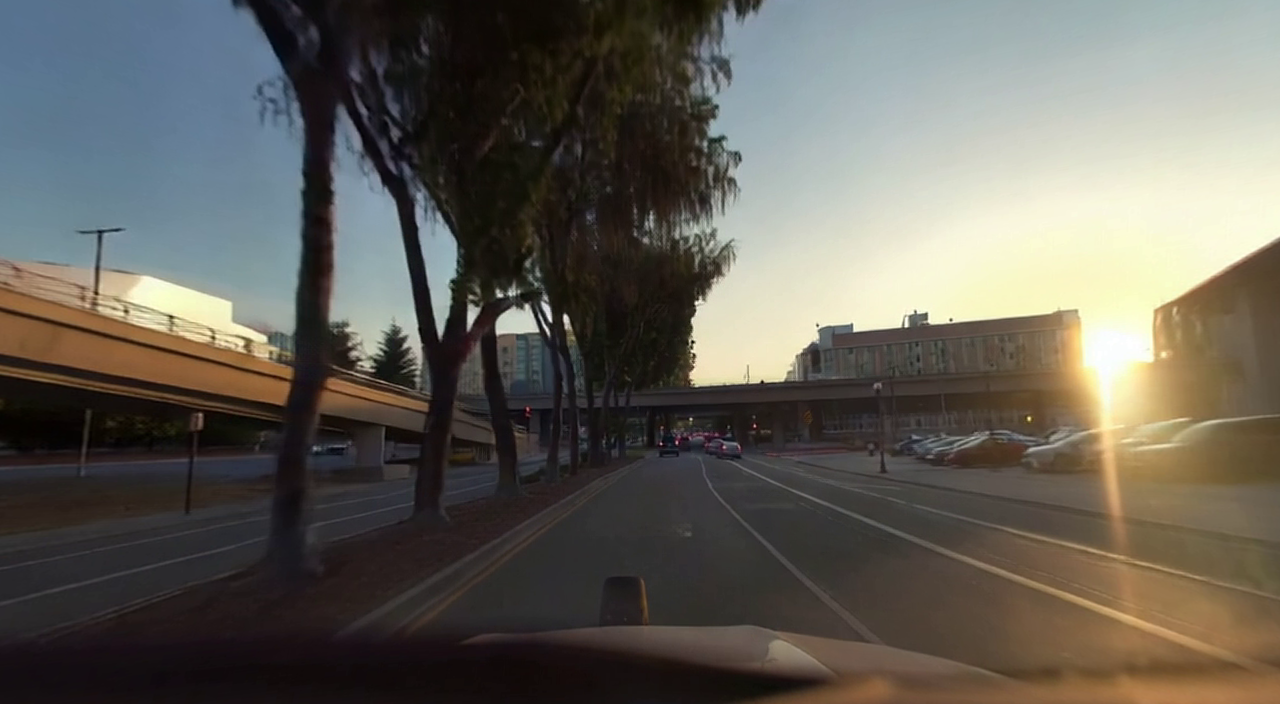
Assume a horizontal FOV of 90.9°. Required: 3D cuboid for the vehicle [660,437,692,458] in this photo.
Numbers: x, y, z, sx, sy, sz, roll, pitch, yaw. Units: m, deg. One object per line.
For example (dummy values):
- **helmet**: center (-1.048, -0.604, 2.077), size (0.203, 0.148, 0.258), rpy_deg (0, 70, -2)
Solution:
- **vehicle**: center (2.762, 7.254, 47.767), size (2.280, 1.475, 4.051), rpy_deg (-1, -9, 5)
